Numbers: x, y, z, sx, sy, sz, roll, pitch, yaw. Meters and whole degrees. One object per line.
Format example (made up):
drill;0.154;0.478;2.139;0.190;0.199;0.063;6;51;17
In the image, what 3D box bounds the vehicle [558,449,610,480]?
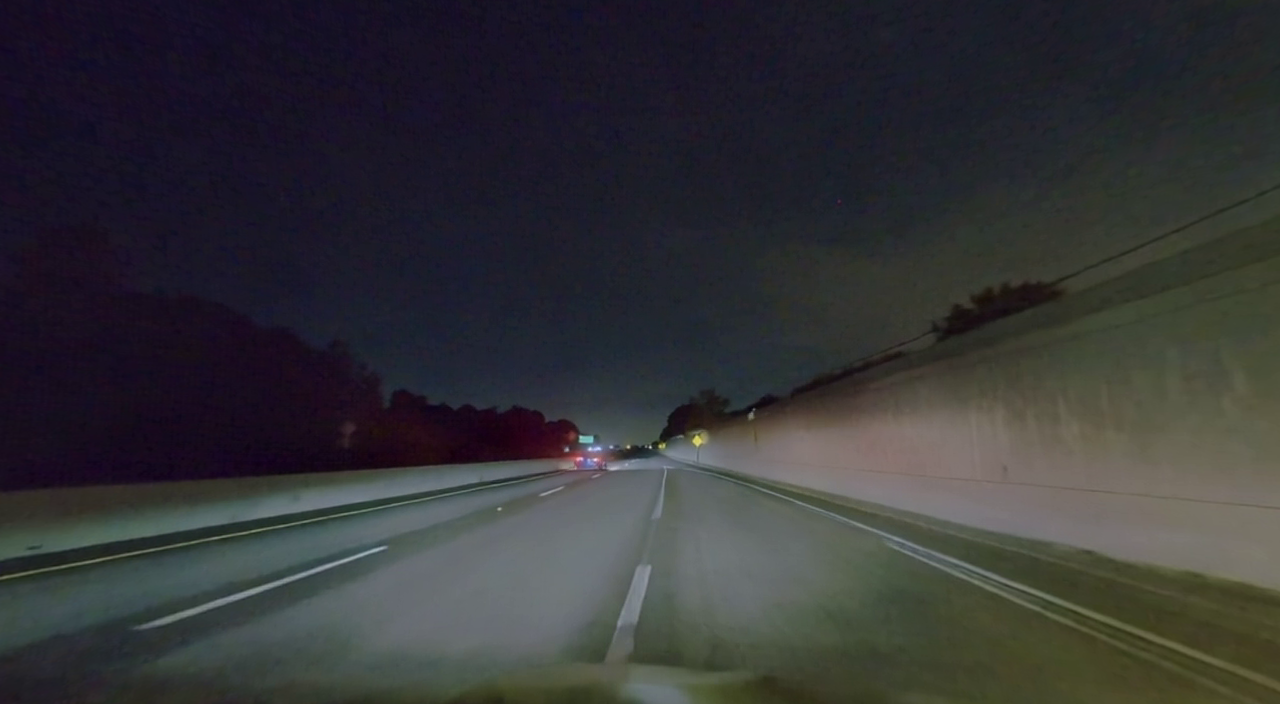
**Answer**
vehicle;-3.045;6.256;35.407;2.172;1.587;4.518;-1;-9;4
